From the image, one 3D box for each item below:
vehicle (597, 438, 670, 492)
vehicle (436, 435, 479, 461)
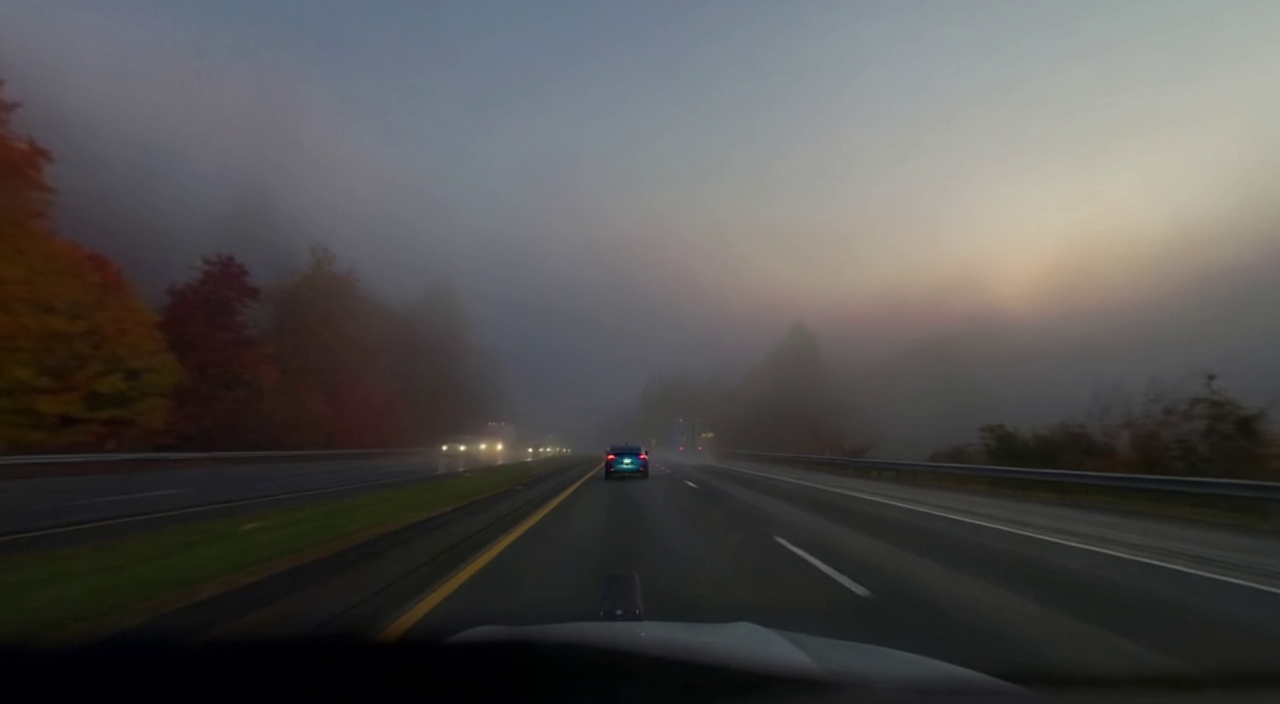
[{"bbox_3d":[-0.227,3.557,20.057,2.099,1.506,4.097,0,-9,-1],"label":"vehicle"},{"bbox_3d":[-14.005,7.433,48.362,2.059,1.899,4.680,0,-9,-1],"label":"vehicle"}]
